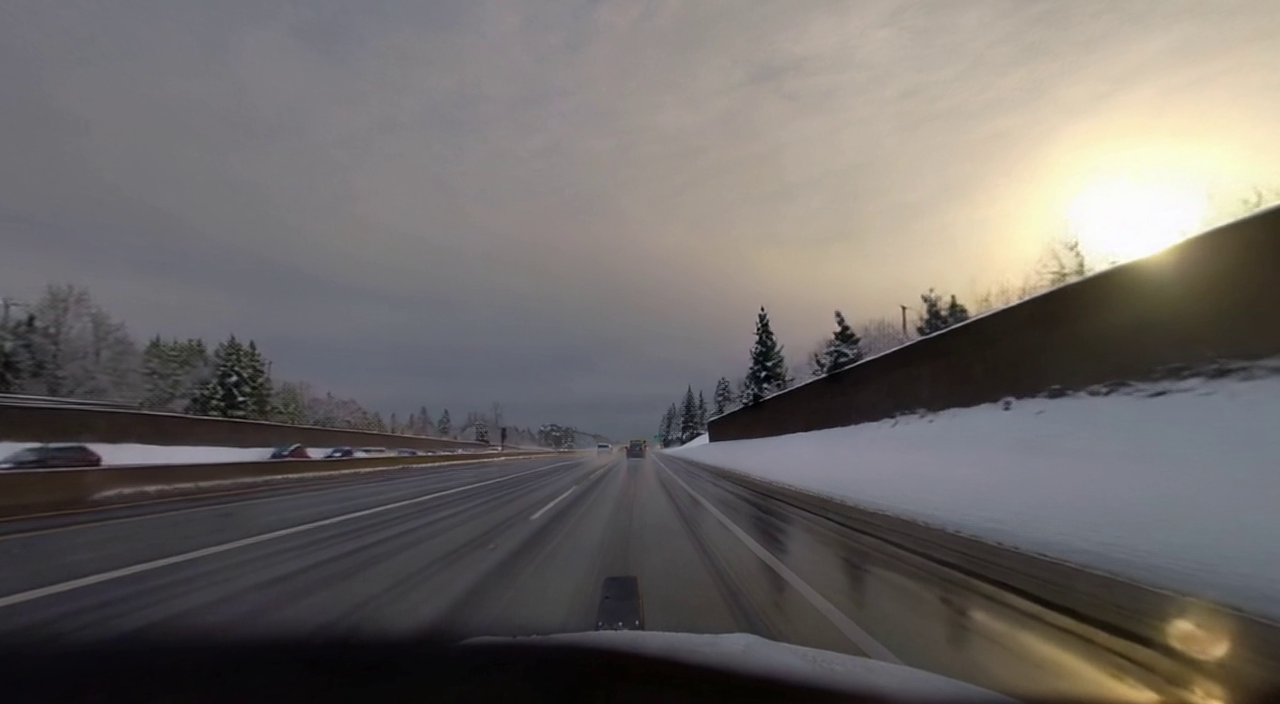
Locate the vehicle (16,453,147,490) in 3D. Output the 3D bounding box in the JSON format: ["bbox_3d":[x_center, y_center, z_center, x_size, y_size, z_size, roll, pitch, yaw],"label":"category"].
[{"bbox_3d":[-25.840,5.528,29.406,1.878,1.536,4.552,0,-9,1],"label":"vehicle"}]
